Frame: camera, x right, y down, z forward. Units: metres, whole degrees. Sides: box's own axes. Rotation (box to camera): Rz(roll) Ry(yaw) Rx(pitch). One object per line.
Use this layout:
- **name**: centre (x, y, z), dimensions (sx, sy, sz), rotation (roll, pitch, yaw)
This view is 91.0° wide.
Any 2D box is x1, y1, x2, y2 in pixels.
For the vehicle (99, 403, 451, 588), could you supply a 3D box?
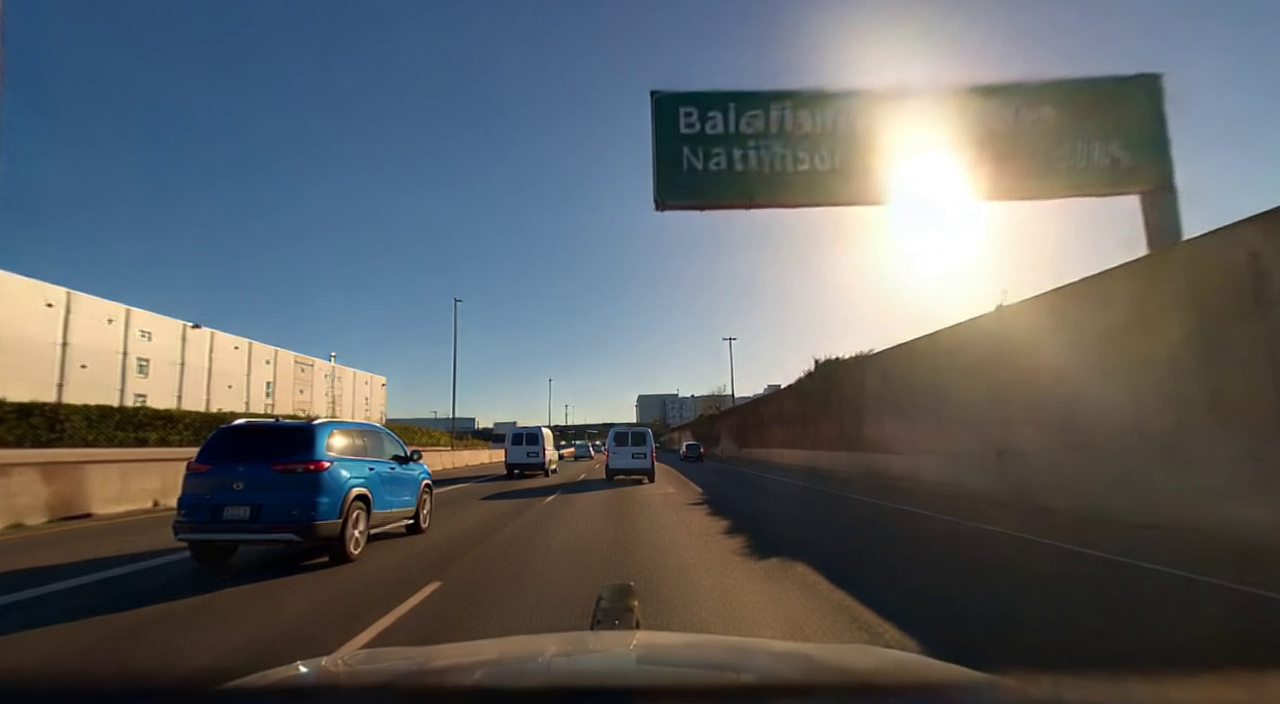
- **vehicle**: centre (-4.078, 1.648, 8.123), dimensions (1.972, 1.703, 4.333), rotation (0, -8, -1)

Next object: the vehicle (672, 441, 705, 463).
- **vehicle**: centre (3.503, 7.299, 46.219), dimensions (1.999, 1.494, 3.833), rotation (0, -8, -2)

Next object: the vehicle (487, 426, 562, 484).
- **vehicle**: centre (-4.169, 3.781, 23.445), dimensions (2.038, 1.936, 4.300), rotation (0, -8, -1)

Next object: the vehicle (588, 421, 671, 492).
- **vehicle**: centre (-0.337, 3.216, 19.741), dimensions (2.304, 1.925, 4.282), rotation (0, -8, -1)
